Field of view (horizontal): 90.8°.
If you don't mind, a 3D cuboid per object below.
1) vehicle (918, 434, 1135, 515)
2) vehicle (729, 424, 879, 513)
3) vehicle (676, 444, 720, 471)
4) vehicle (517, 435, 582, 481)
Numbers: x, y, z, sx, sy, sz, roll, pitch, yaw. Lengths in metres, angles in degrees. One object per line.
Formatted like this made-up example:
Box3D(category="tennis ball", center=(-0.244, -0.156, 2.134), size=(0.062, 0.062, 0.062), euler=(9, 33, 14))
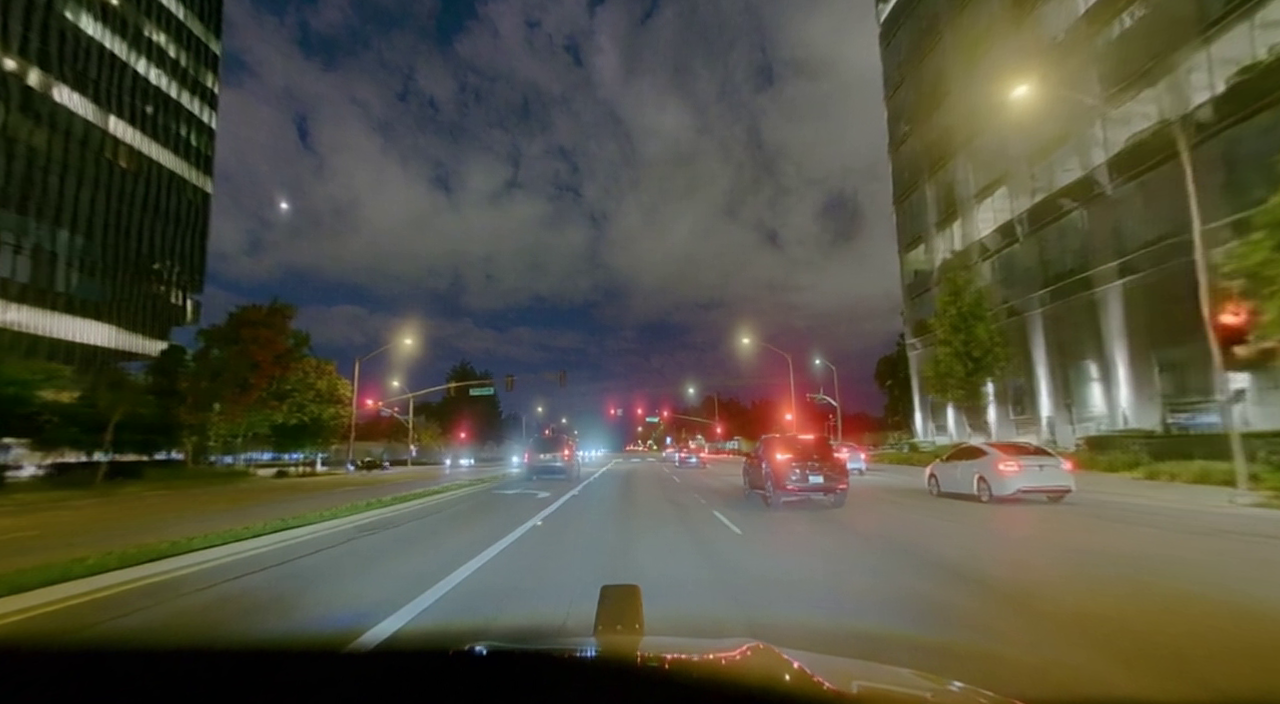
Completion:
Box3D(category="vehicle", center=(8.429, 2.695, 14.461), size=(1.944, 1.503, 4.723), euler=(0, -8, 0))
Box3D(category="vehicle", center=(3.603, 2.679, 14.989), size=(2.152, 1.742, 4.704), euler=(0, -8, -2))
Box3D(category="vehicle", center=(3.330, 6.147, 37.137), size=(2.054, 1.473, 4.511), euler=(0, -8, -2))
Box3D(category="vehicle", center=(-3.741, 4.472, 26.883), size=(2.155, 1.797, 3.989), euler=(-1, -8, 0))
